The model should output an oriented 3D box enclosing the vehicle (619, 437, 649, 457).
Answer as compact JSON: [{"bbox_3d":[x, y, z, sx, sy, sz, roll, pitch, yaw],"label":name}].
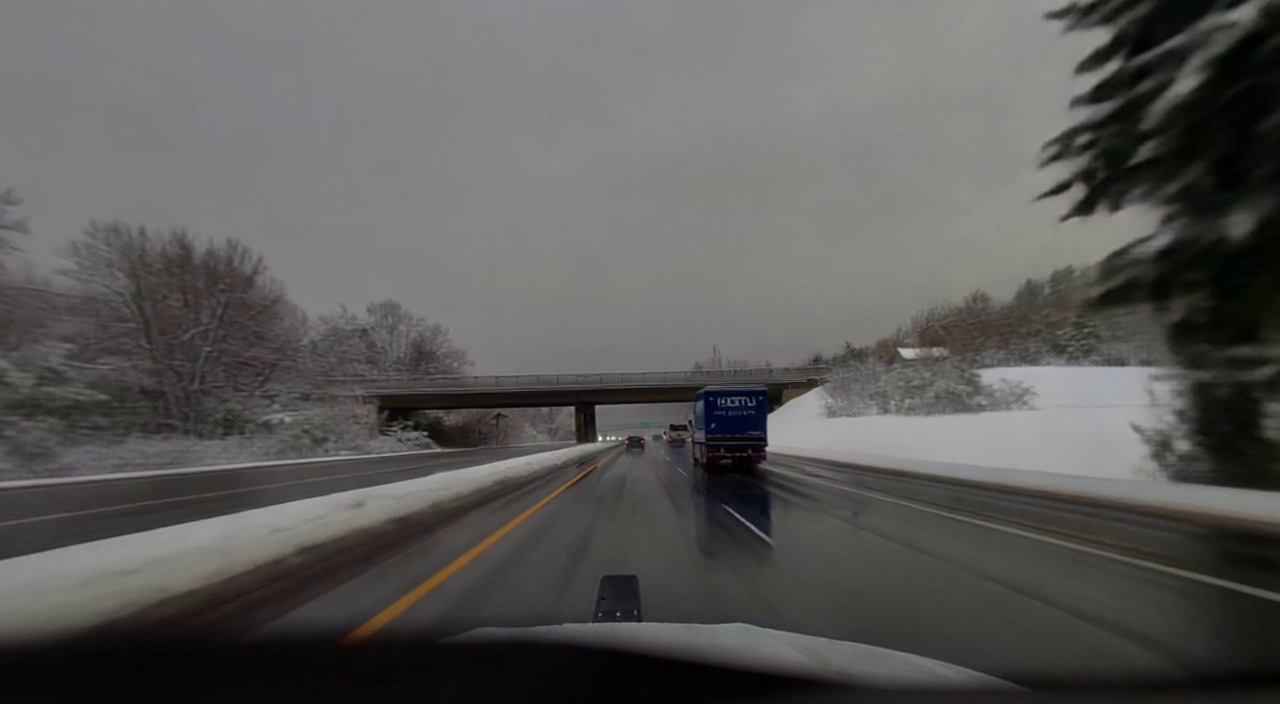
[{"bbox_3d":[-0.414,6.627,44.378,1.996,1.325,4.029,0,-8,0],"label":"vehicle"}]

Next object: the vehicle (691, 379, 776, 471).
[{"bbox_3d":[3.702,2.982,25.647,2.913,3.491,2.811,0,-8,-1],"label":"vehicle"}]
